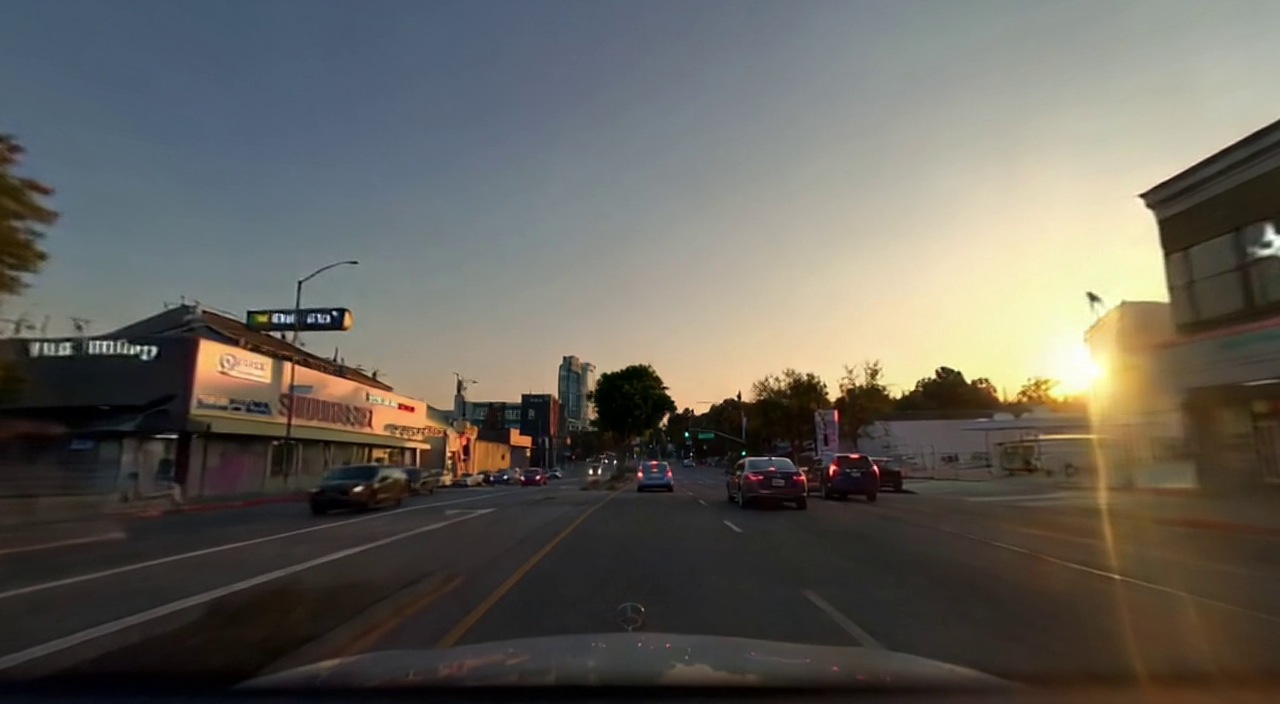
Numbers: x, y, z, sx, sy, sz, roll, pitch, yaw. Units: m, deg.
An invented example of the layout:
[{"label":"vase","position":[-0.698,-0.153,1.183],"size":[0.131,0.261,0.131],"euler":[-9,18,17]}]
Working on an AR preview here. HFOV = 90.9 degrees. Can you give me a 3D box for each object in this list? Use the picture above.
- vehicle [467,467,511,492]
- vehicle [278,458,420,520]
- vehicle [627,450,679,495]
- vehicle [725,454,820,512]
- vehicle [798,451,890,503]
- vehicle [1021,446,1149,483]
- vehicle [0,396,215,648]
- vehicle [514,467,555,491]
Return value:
[{"label":"vehicle","position":[-11.655,9.806,48.865],"size":[2.183,1.674,4.481],"euler":[0,-8,1]},{"label":"vehicle","position":[-8.583,4.056,19.176],"size":[1.906,1.519,4.797],"euler":[0,-8,2]},{"label":"vehicle","position":[0.615,5.437,28.891],"size":[2.210,1.861,4.280],"euler":[0,-8,1]},{"label":"vehicle","position":[3.912,3.927,19.478],"size":[1.963,1.484,4.609],"euler":[0,-8,0]},{"label":"vehicle","position":[7.551,4.631,23.822],"size":[2.040,1.738,4.414],"euler":[0,-8,1]},{"label":"vehicle","position":[22.184,5.628,31.595],"size":[4.718,1.628,2.008],"euler":[-3,-8,5]},{"label":"vehicle","position":[-5.343,1.142,4.021],"size":[2.180,1.646,4.467],"euler":[-2,-10,-1]},{"label":"vehicle","position":[-7.613,9.216,45.942],"size":[2.078,1.465,4.632],"euler":[0,-8,1]}]
